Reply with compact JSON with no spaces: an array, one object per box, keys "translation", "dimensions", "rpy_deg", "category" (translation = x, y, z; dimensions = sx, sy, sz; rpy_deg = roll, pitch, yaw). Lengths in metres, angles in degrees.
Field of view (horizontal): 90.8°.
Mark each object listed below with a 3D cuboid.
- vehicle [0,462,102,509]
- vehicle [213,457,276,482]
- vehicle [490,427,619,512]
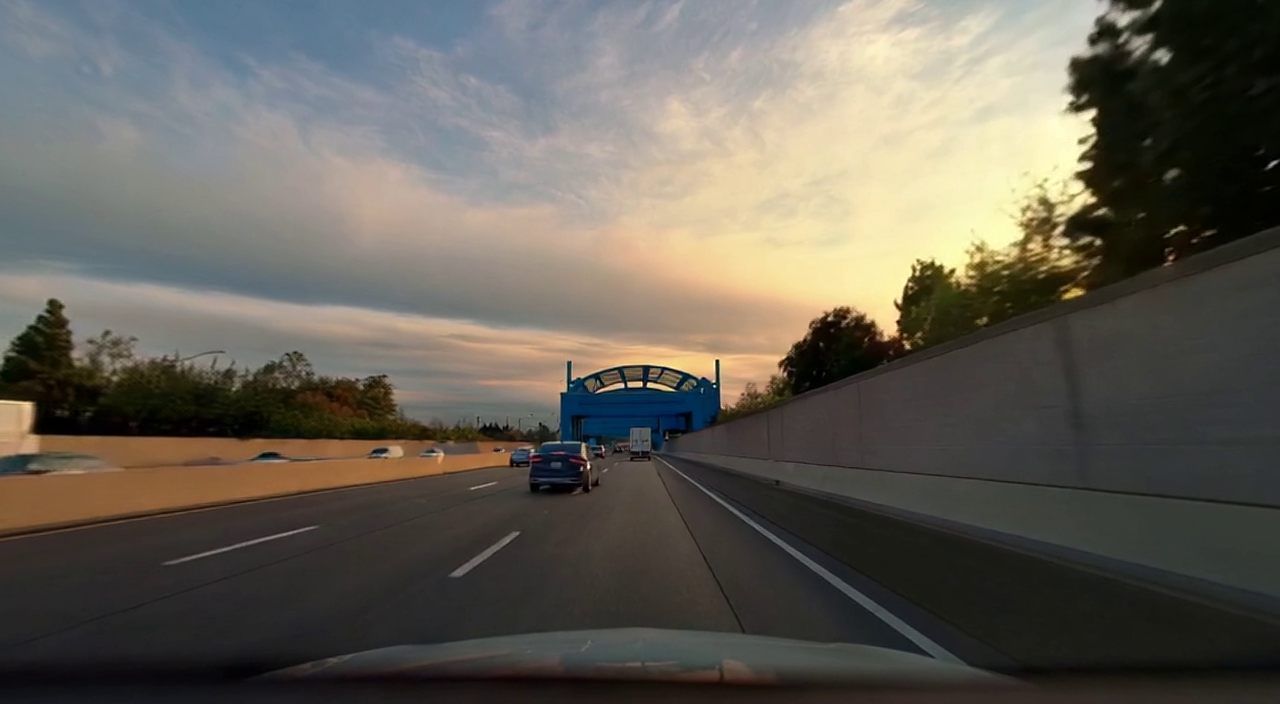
[{"translation":[-21.537,4.640,22.202],"dimensions":[1.870,1.400,3.724],"rpy_deg":[0,-9,0],"category":"vehicle"},{"translation":[-25.617,7.594,40.969],"dimensions":[1.749,1.415,3.546],"rpy_deg":[0,-9,0],"category":"vehicle"},{"translation":[-1.833,2.752,15.229],"dimensions":[2.299,1.716,4.579],"rpy_deg":[-1,-9,2],"category":"vehicle"}]
